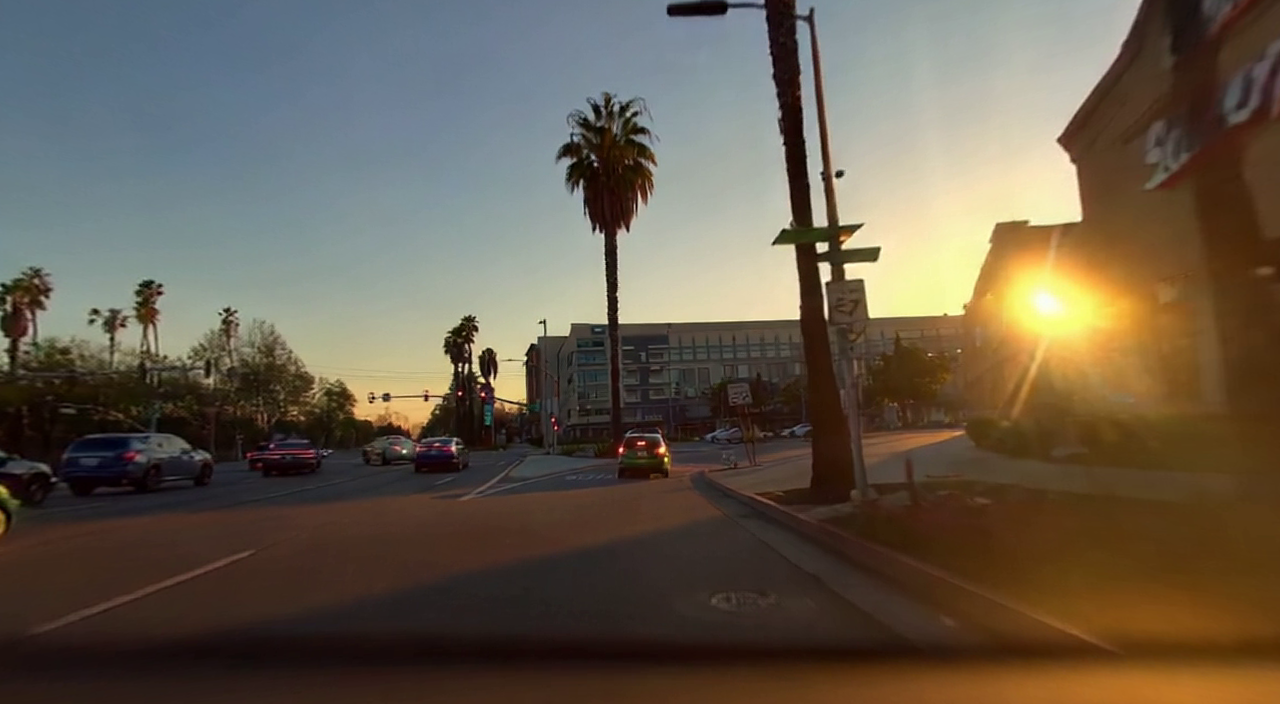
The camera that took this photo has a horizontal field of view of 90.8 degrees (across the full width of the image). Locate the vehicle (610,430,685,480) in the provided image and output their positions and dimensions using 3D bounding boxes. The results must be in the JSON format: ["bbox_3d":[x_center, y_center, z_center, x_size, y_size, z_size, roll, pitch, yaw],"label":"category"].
[{"bbox_3d":[0.376,3.497,21.670,2.070,1.493,4.570,-1,-8,7],"label":"vehicle"}]

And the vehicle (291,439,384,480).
[{"bbox_3d":[-11.993,4.254,25.409,1.905,1.482,4.463,1,-8,-6],"label":"vehicle"}]

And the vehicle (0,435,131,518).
[{"bbox_3d":[-14.235,2.715,14.038,2.108,1.669,5.076,1,-8,-7],"label":"vehicle"}]

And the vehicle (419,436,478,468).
[{"bbox_3d":[-9.546,5.005,31.819,1.912,1.487,4.471,1,-8,-5],"label":"vehicle"}]

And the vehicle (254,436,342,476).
[{"bbox_3d":[-15.888,4.829,29.618,2.020,1.709,4.343,1,-8,-6],"label":"vehicle"}]
